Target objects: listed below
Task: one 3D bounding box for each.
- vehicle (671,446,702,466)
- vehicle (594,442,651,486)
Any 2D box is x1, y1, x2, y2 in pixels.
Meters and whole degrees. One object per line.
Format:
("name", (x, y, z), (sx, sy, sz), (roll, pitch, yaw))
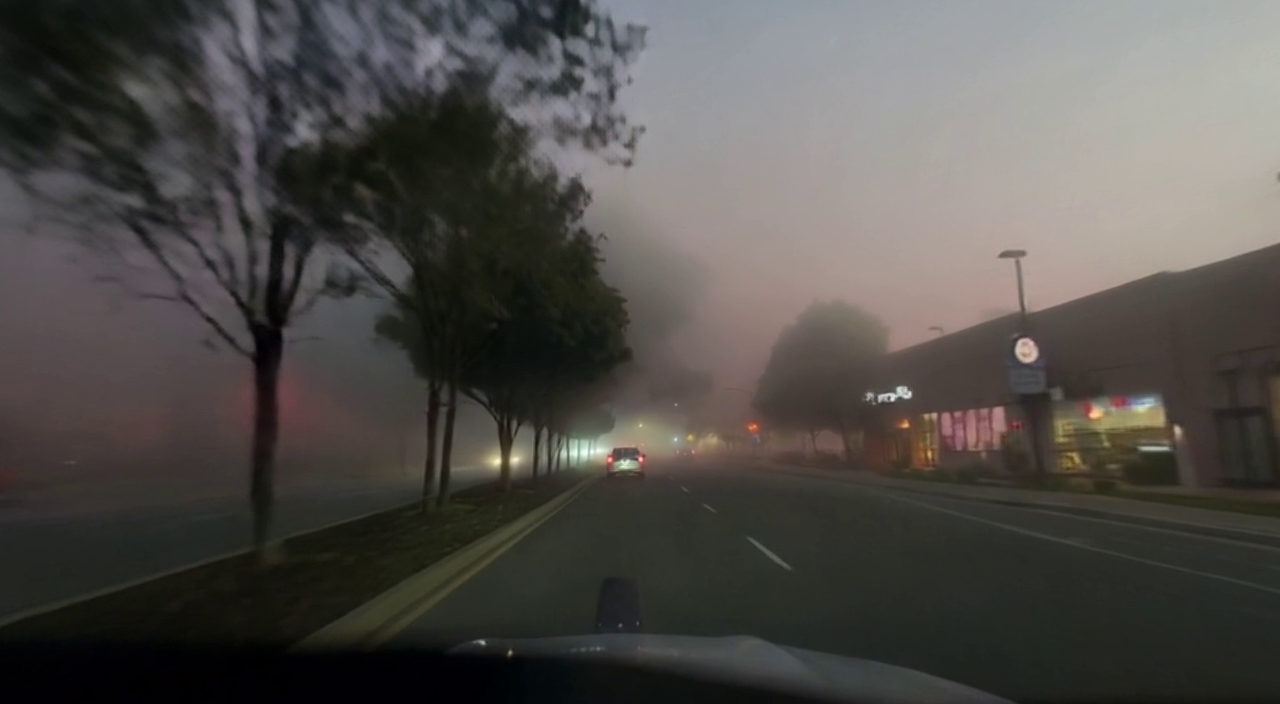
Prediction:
("vehicle", (3.471, 7.861, 47.843), (1.910, 1.474, 4.003), (0, -9, -2))
("vehicle", (-0.640, 4.211, 23.964), (2.006, 1.487, 3.535), (0, -9, -1))
